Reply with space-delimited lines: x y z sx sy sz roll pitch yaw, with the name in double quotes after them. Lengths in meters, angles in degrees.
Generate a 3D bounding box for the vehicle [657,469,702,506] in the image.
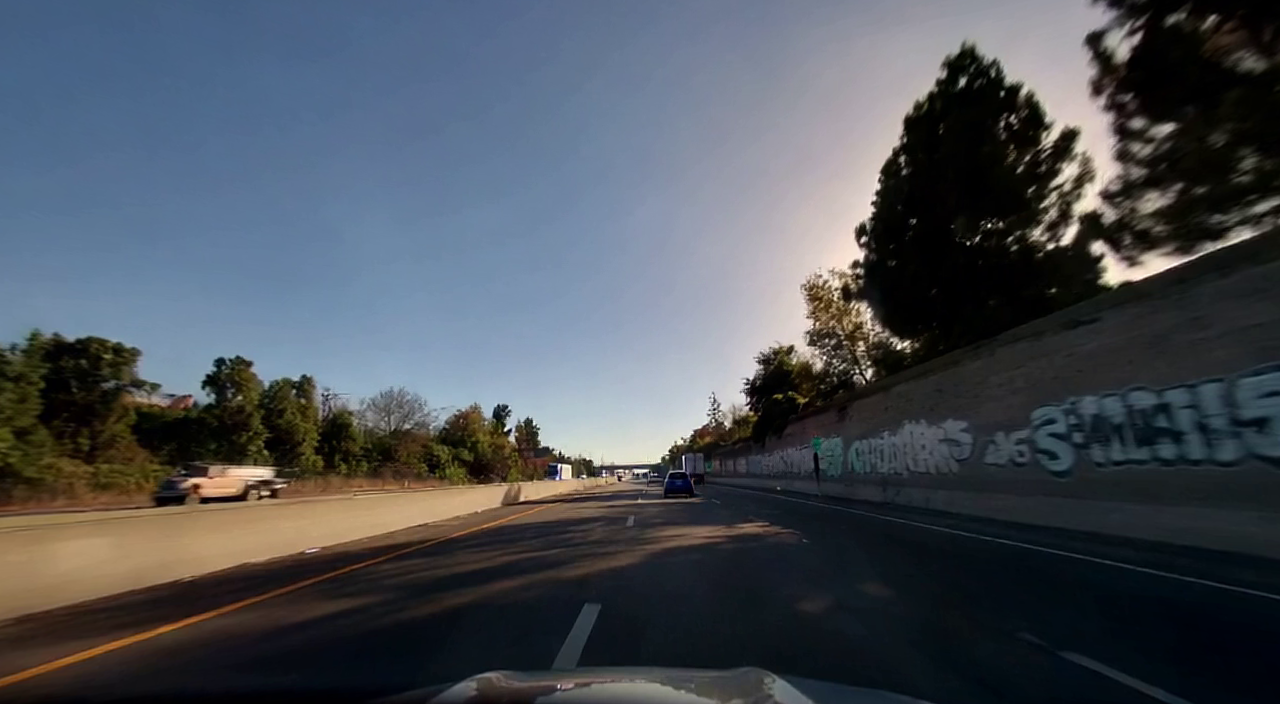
1.849 6.524 30.551 2.011 1.574 3.512 1 -10 1 "vehicle"

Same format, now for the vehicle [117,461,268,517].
-17.633 5.406 25.258 2.209 1.936 4.979 1 -10 1 "vehicle"
